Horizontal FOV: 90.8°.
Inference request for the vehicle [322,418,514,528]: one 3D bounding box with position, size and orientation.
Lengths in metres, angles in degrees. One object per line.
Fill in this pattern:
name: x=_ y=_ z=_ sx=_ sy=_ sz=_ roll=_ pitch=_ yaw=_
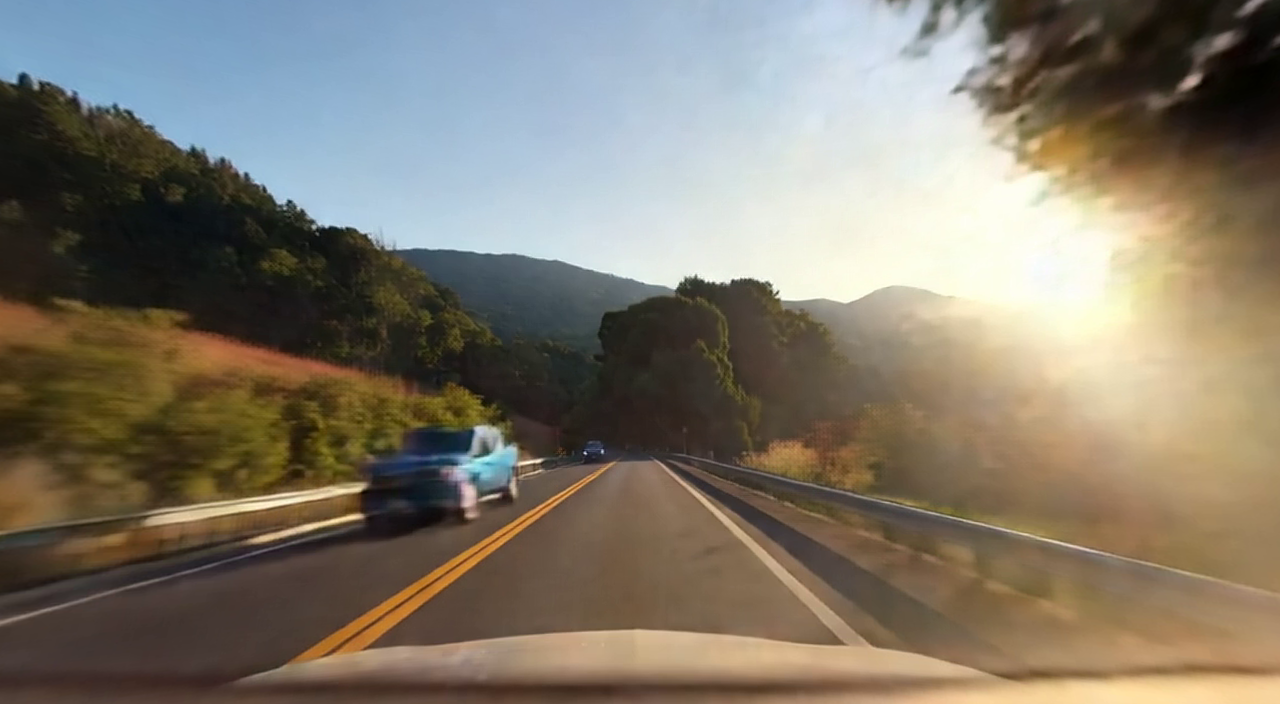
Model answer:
vehicle: x=-4.188 y=2.374 z=12.953 sx=2.309 sy=1.826 sz=4.542 roll=0 pitch=-8 yaw=0
